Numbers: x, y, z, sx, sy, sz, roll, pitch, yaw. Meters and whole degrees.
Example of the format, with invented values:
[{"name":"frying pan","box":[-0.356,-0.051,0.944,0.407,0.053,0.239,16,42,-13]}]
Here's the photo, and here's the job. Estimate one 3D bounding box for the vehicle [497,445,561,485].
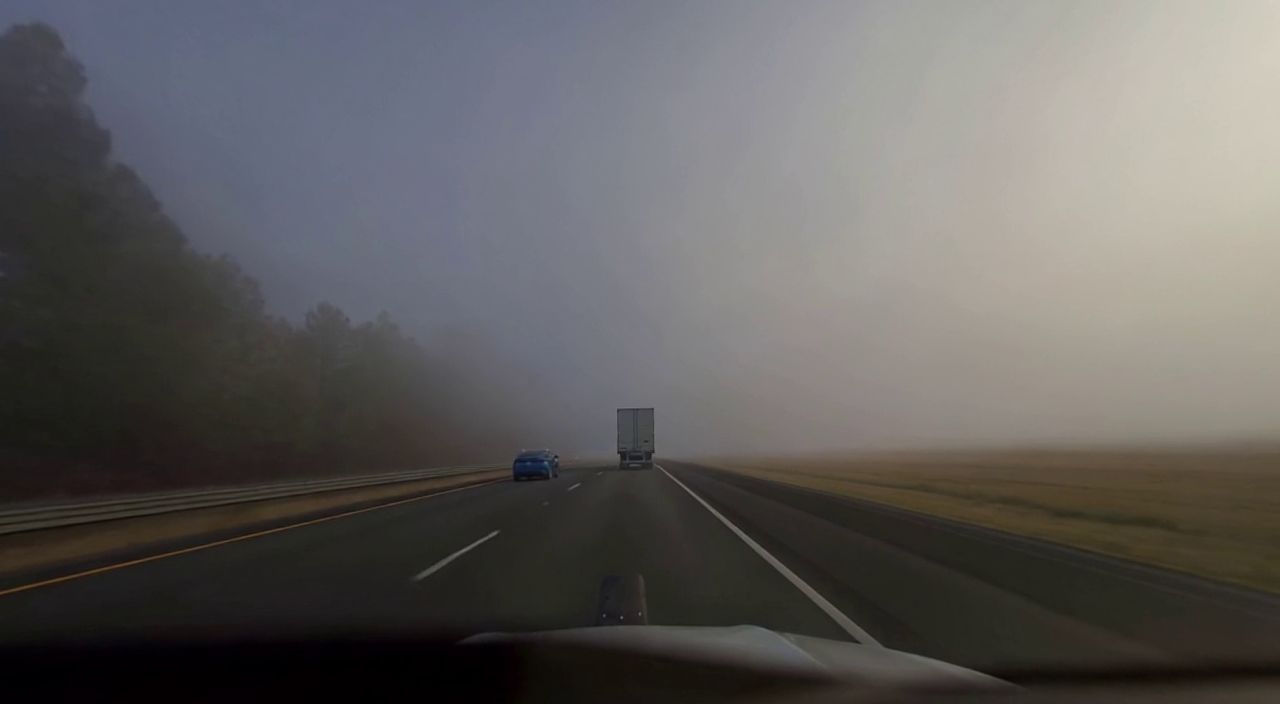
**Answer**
[{"name":"vehicle","box":[-4.515,4.667,26.246,1.937,1.493,3.779,0,-9,0]}]
